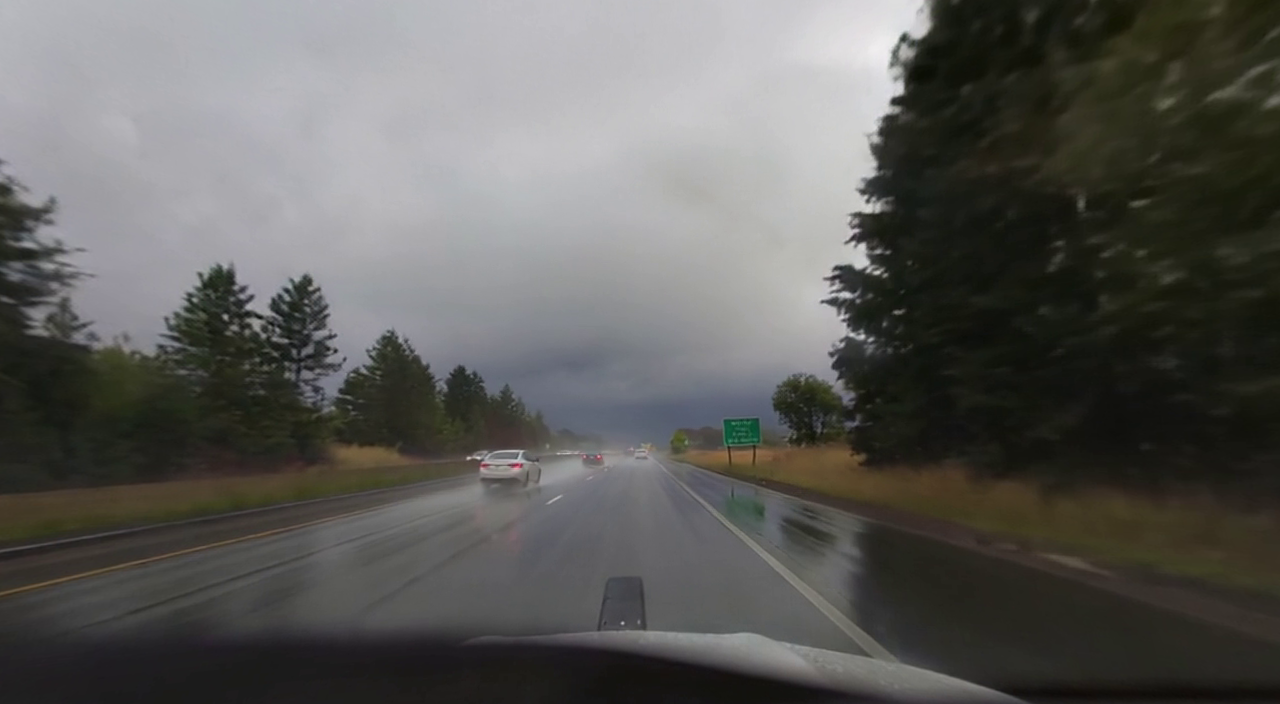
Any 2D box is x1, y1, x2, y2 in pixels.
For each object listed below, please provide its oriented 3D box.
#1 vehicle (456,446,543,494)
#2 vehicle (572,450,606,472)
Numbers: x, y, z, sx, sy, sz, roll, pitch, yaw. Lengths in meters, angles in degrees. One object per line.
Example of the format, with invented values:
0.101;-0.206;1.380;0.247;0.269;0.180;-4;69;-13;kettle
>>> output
-4.817;4.119;22.328;1.975;1.501;4.603;0;-9;0;vehicle
-3.487;7.531;43.669;2.005;1.474;3.921;0;-9;0;vehicle
